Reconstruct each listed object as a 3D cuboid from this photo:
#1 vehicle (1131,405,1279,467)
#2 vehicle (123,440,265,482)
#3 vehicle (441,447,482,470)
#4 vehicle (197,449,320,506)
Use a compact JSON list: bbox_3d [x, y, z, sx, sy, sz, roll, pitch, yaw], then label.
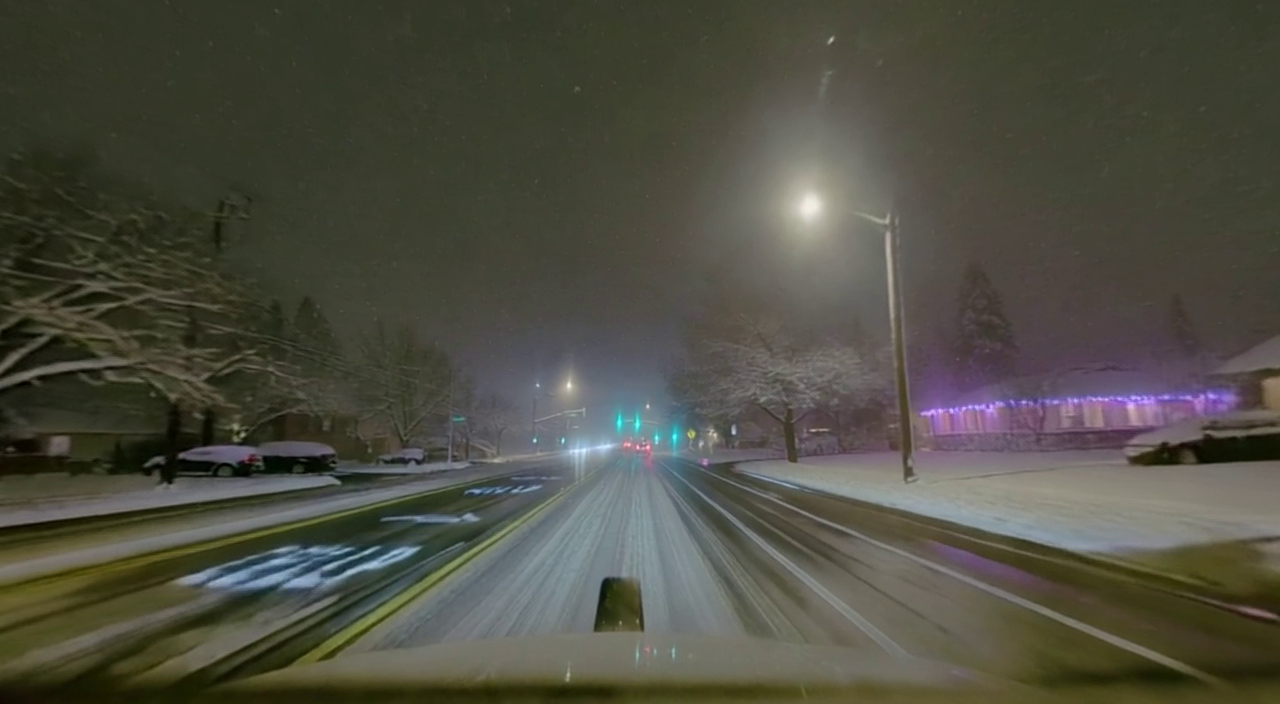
[{"bbox_3d":[19.134,2.629,19.771,5.425,1.806,2.331,0,-7,1],"label":"vehicle"},{"bbox_3d":[-19.585,4.780,27.833,4.661,1.726,1.978,1,-8,-4],"label":"vehicle"},{"bbox_3d":[-12.851,7.667,45.526,1.777,1.555,4.000,0,-8,0],"label":"vehicle"},{"bbox_3d":[-12.902,4.212,21.587,1.791,1.552,3.919,-3,-7,0],"label":"vehicle"}]
